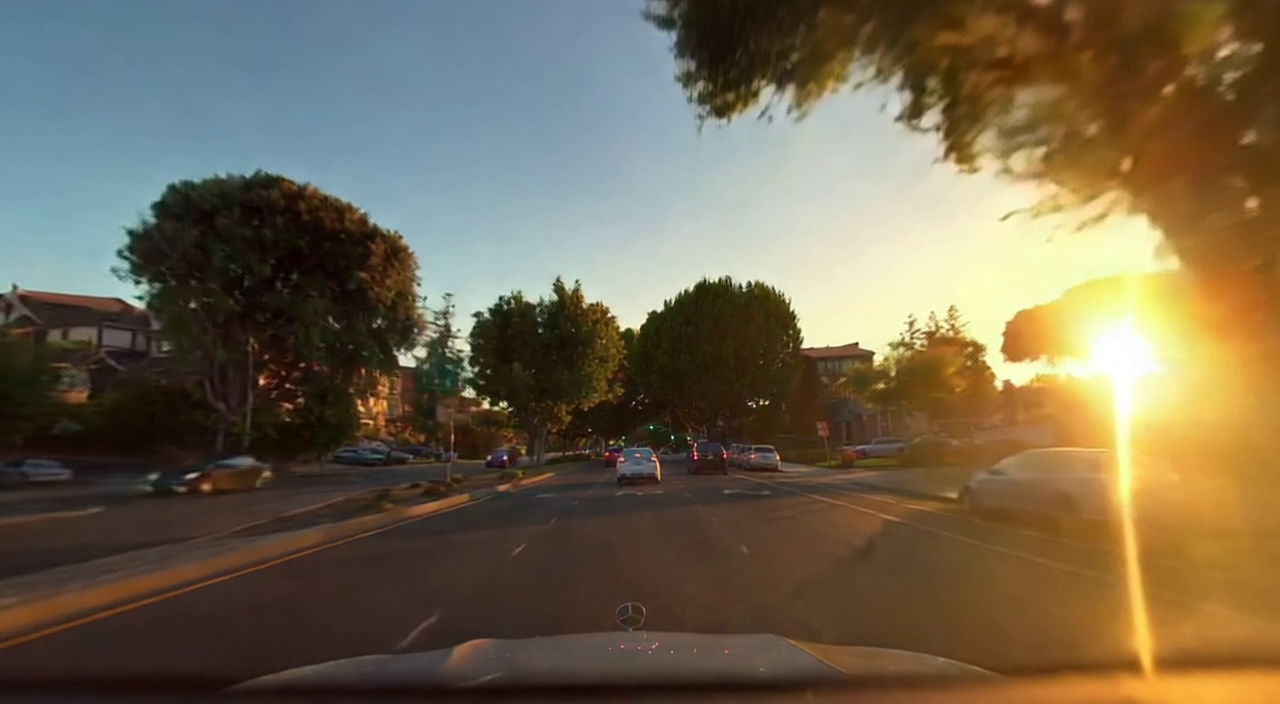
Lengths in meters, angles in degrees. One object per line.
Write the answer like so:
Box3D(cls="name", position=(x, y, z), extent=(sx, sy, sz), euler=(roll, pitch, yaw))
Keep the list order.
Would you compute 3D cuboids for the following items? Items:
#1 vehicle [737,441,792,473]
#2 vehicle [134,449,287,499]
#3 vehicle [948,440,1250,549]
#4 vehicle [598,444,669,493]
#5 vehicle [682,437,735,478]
Box3D(cls="vehicle", position=(7.582, 6.466, 38.865), extent=(2.184, 1.786, 5.497), euler=(1, -10, -1))
Box3D(cls="vehicle", position=(-14.502, 4.104, 21.701), extent=(1.901, 1.468, 4.689), euler=(0, -8, 1))
Box3D(cls="vehicle", position=(7.485, 2.311, 11.009), extent=(1.980, 1.497, 4.345), euler=(0, -8, 0))
Box3D(cls="vehicle", position=(-0.213, 3.822, 21.099), extent=(2.140, 1.474, 4.026), euler=(0, -8, 0))
Box3D(cls="vehicle", position=(3.264, 5.149, 31.003), extent=(2.073, 1.822, 4.276), euler=(0, -8, 0))
